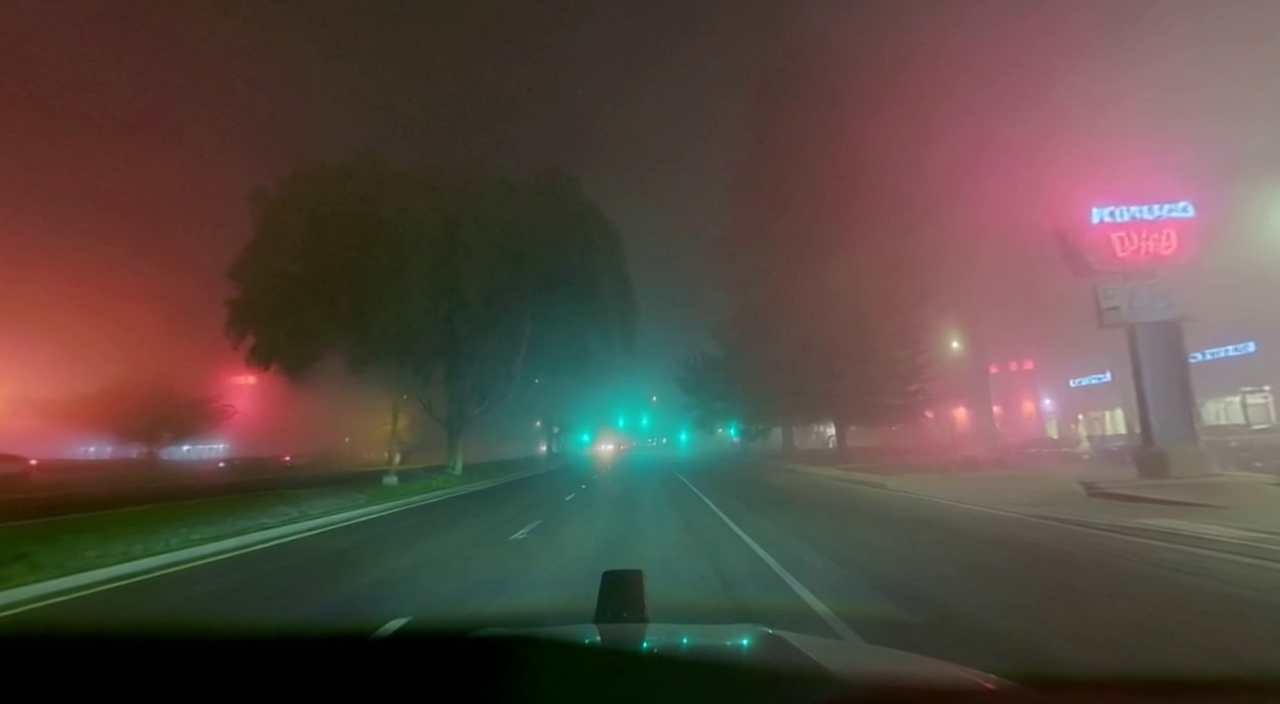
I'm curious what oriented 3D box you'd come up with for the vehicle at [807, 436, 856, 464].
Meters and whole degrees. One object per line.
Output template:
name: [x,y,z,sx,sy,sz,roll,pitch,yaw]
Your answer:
vehicle: [13.107,6.749,43.467,2.028,1.788,5.064,-1,-8,2]
